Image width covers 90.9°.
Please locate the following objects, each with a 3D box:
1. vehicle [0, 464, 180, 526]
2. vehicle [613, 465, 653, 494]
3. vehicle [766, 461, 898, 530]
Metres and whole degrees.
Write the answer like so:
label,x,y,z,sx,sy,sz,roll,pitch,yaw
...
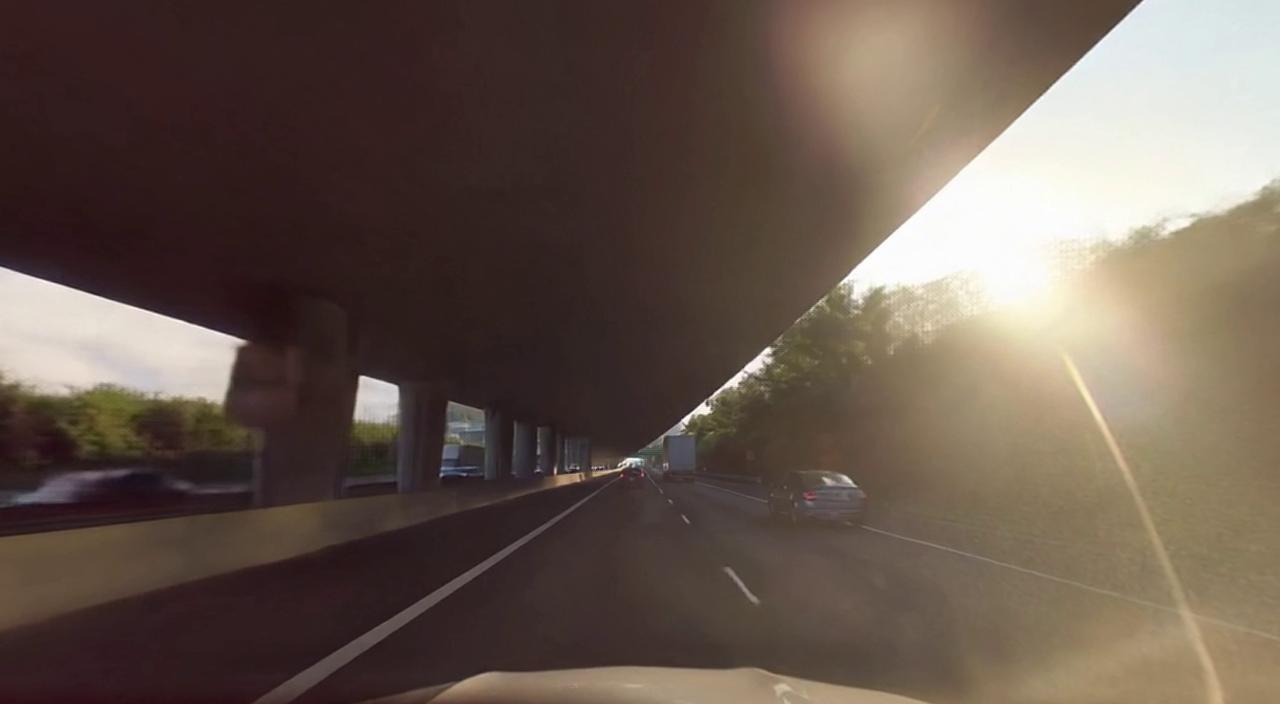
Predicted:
label,x,y,z,sx,sy,sz,roll,pitch,yaw
vehicle,-16.412,4.186,18.887,1.910,1.585,4.351,1,-10,0
vehicle,-0.400,6.893,34.281,2.010,1.436,3.973,1,-10,-1
vehicle,4.650,3.547,16.022,1.897,1.476,4.334,1,-10,-1
